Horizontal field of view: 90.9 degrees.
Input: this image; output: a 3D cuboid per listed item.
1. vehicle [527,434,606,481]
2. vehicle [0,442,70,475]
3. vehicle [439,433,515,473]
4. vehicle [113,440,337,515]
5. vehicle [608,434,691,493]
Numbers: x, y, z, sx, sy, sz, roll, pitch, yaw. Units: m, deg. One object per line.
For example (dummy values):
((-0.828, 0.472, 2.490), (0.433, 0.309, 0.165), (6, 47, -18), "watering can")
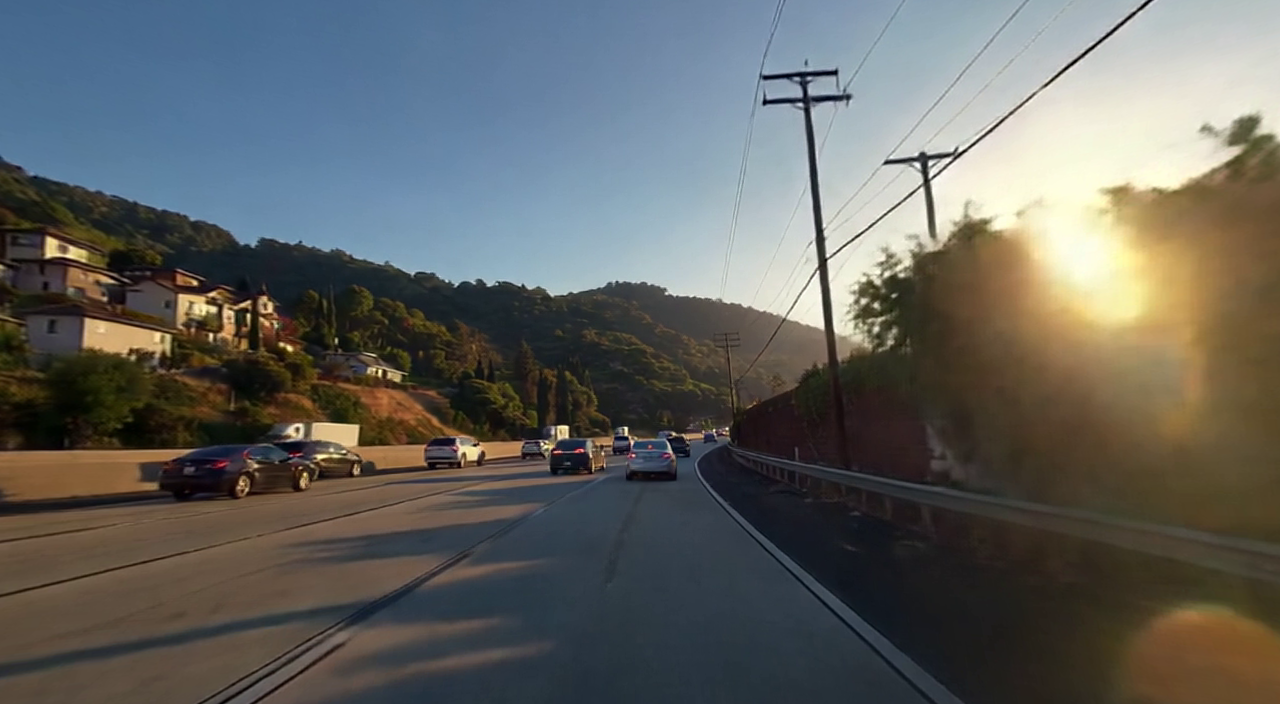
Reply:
((-2.703, 4.036, 24.395), (2.121, 1.639, 4.383), (-1, -8, 6), "vehicle")
((-35.265, 5.946, 35.328), (1.970, 1.772, 4.703), (-1, -8, 6), "vehicle")
((-7.859, 4.926, 30.955), (2.080, 1.833, 4.461), (-1, -8, 7), "vehicle")
((-9.385, 2.823, 14.840), (1.959, 1.469, 4.450), (-1, -8, 5), "vehicle")
((0.357, 3.151, 18.209), (2.109, 1.495, 3.935), (-1, -8, 3), "vehicle")
